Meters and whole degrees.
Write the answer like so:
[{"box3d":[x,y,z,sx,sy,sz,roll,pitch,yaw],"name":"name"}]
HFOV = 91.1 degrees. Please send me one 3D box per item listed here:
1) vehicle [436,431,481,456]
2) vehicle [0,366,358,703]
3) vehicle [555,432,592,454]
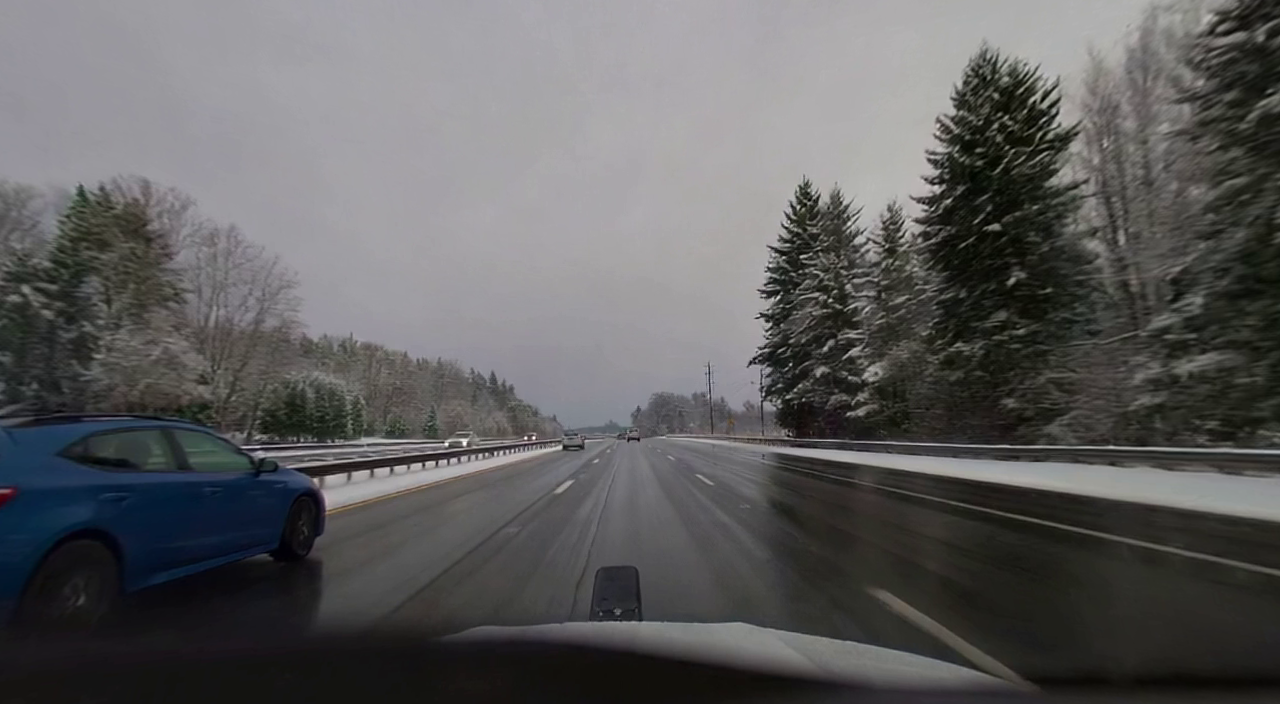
[{"box3d":[-13.413,6.811,46.783,2.024,1.762,4.513,0,-8,0],"name":"vehicle"},{"box3d":[-3.850,1.043,4.168,2.023,1.580,4.259,0,-8,-1],"name":"vehicle"},{"box3d":[-4.548,6.300,43.620,2.080,1.478,4.347,0,-8,0],"name":"vehicle"}]
